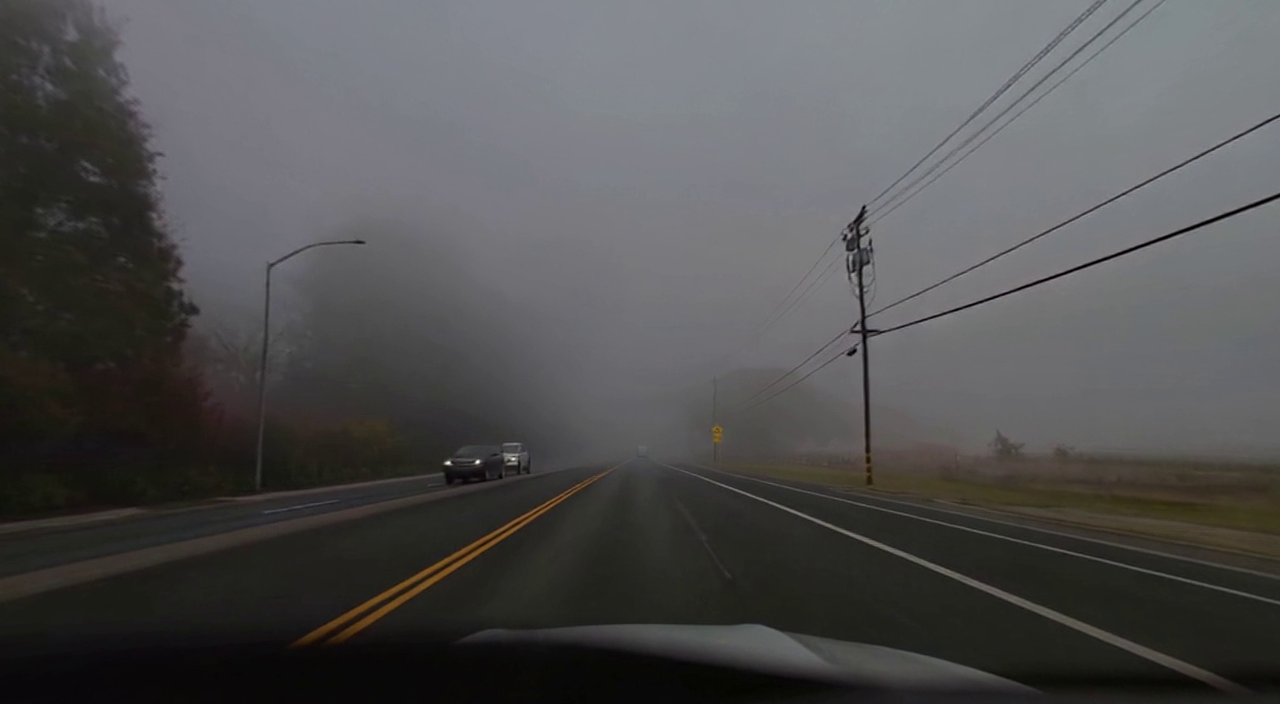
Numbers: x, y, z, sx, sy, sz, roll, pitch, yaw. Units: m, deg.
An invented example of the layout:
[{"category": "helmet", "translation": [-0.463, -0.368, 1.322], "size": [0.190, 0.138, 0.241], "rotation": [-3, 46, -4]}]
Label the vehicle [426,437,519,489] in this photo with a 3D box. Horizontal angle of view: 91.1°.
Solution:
[{"category": "vehicle", "translation": [-7.765, 5.201, 29.894], "size": [2.766, 2.122, 5.753], "rotation": [-2, -8, 1]}]
